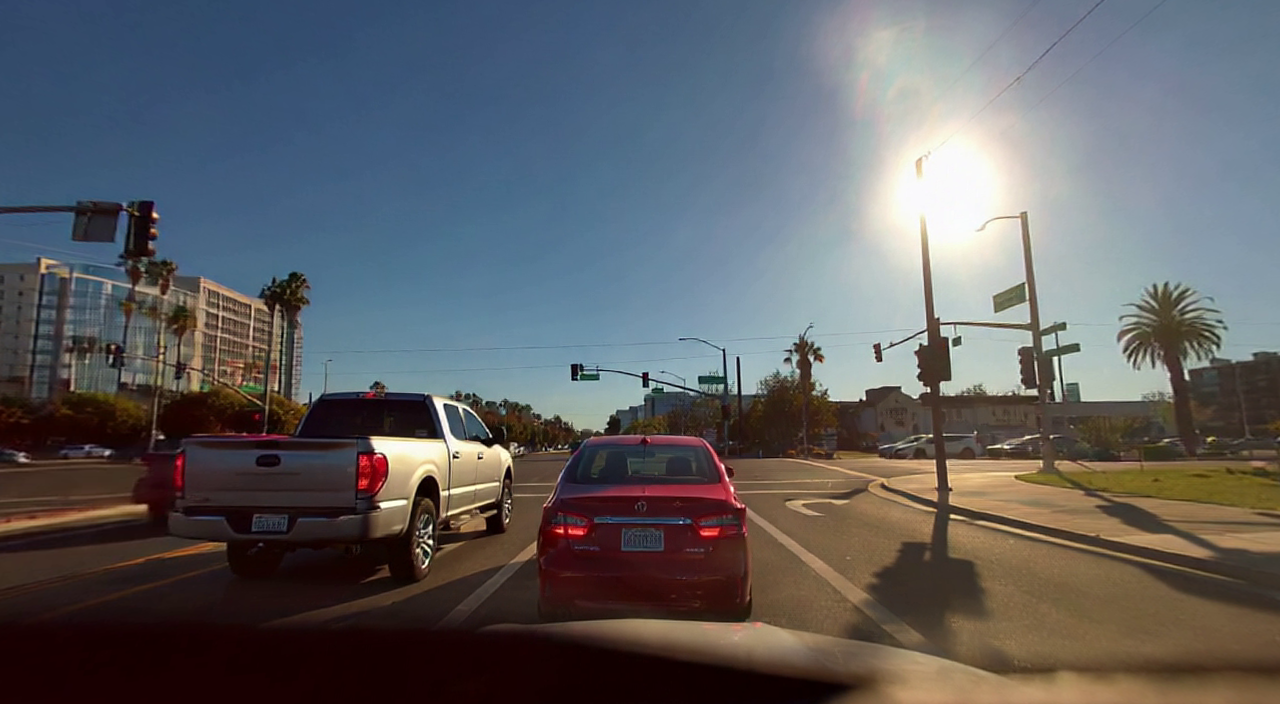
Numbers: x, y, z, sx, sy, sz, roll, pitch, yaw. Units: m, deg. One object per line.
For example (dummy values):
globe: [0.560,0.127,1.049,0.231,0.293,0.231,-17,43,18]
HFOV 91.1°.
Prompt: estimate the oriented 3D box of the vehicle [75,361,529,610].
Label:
vehicle: [-3.227,1.474,7.907,2.330,1.969,5.626,-1,-8,3]

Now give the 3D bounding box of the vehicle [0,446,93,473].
vehicle: [-37.097,6.633,38.869,4.576,1.617,1.937,0,-8,2]

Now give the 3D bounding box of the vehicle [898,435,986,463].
vehicle: [18.839,6.080,39.298,4.466,1.717,1.963,0,-8,2]

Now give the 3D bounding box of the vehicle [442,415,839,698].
vehicle: [0.032,1.405,5.512,2.122,1.501,4.152,0,-8,1]
